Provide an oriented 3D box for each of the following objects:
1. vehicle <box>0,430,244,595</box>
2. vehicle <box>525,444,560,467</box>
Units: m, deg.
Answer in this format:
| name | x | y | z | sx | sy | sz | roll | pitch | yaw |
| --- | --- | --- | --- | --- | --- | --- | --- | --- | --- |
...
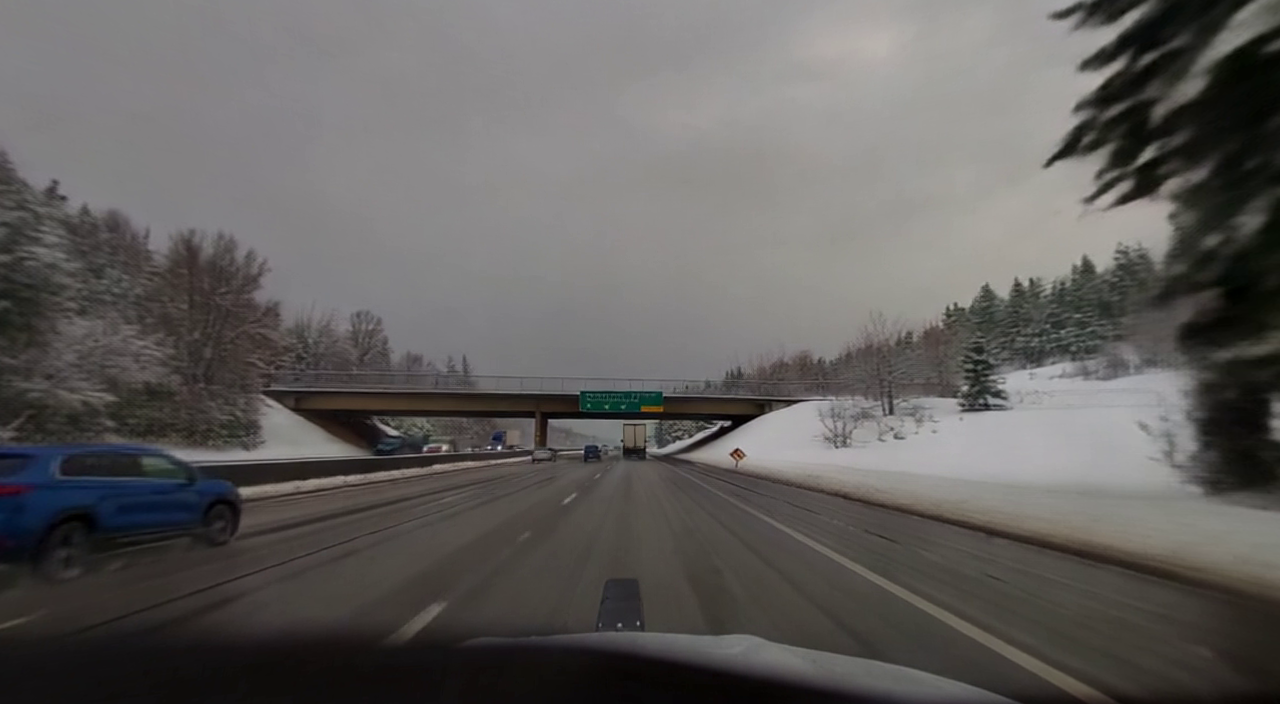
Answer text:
| name | x | y | z | sx | sy | sz | roll | pitch | yaw |
| --- | --- | --- | --- | --- | --- | --- | --- | --- | --- |
| vehicle | -6.847 | 1.640 | 6.876 | 2.038 | 1.489 | 4.603 | 0 | -9 | 0 |
| vehicle | -7.431 | 7.915 | 48.484 | 2.014 | 1.633 | 4.090 | 0 | -9 | -1 |
